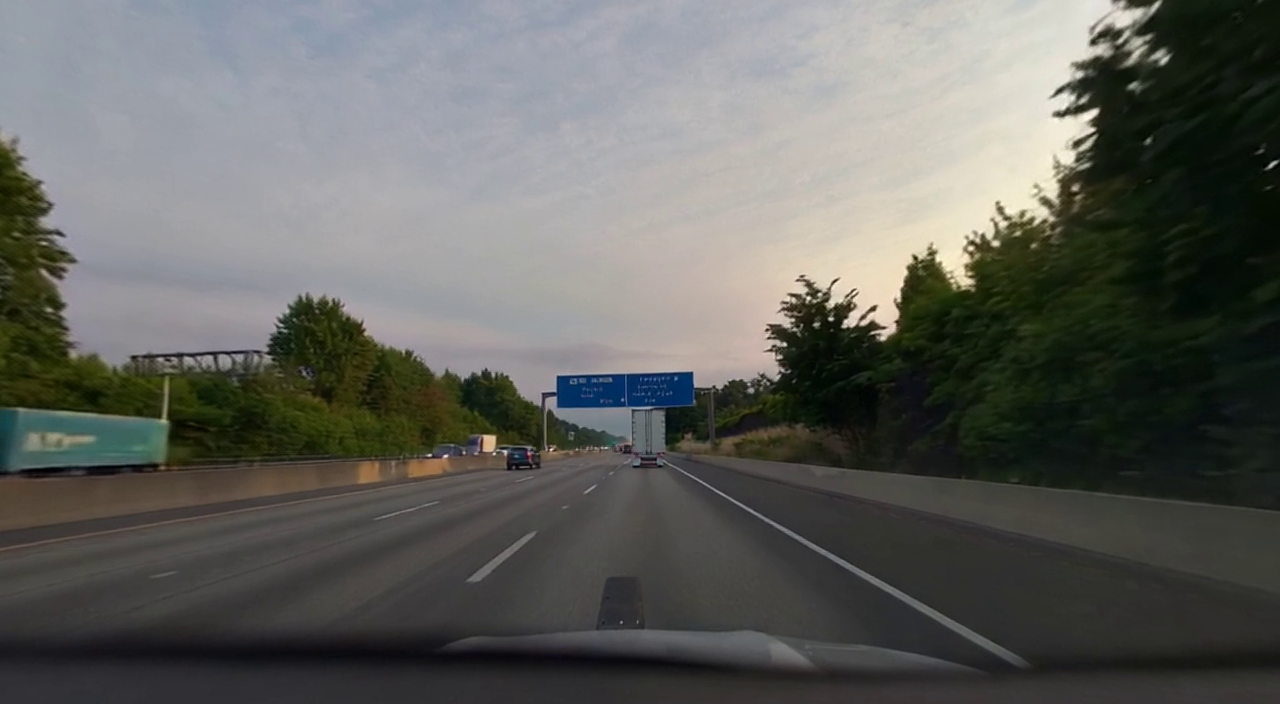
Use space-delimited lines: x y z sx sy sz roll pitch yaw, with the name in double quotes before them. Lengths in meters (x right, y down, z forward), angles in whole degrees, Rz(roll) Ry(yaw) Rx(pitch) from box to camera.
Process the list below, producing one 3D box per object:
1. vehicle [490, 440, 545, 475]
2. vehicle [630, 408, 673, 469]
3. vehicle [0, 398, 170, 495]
"vehicle" -6.643 5.785 34.733 2.119 1.754 4.404 0 -9 1
"vehicle" 0.776 6.921 49.399 2.901 4.032 14.338 0 -9 0
"vehicle" -23.864 3.817 25.238 2.944 3.338 9.147 0 -9 0
